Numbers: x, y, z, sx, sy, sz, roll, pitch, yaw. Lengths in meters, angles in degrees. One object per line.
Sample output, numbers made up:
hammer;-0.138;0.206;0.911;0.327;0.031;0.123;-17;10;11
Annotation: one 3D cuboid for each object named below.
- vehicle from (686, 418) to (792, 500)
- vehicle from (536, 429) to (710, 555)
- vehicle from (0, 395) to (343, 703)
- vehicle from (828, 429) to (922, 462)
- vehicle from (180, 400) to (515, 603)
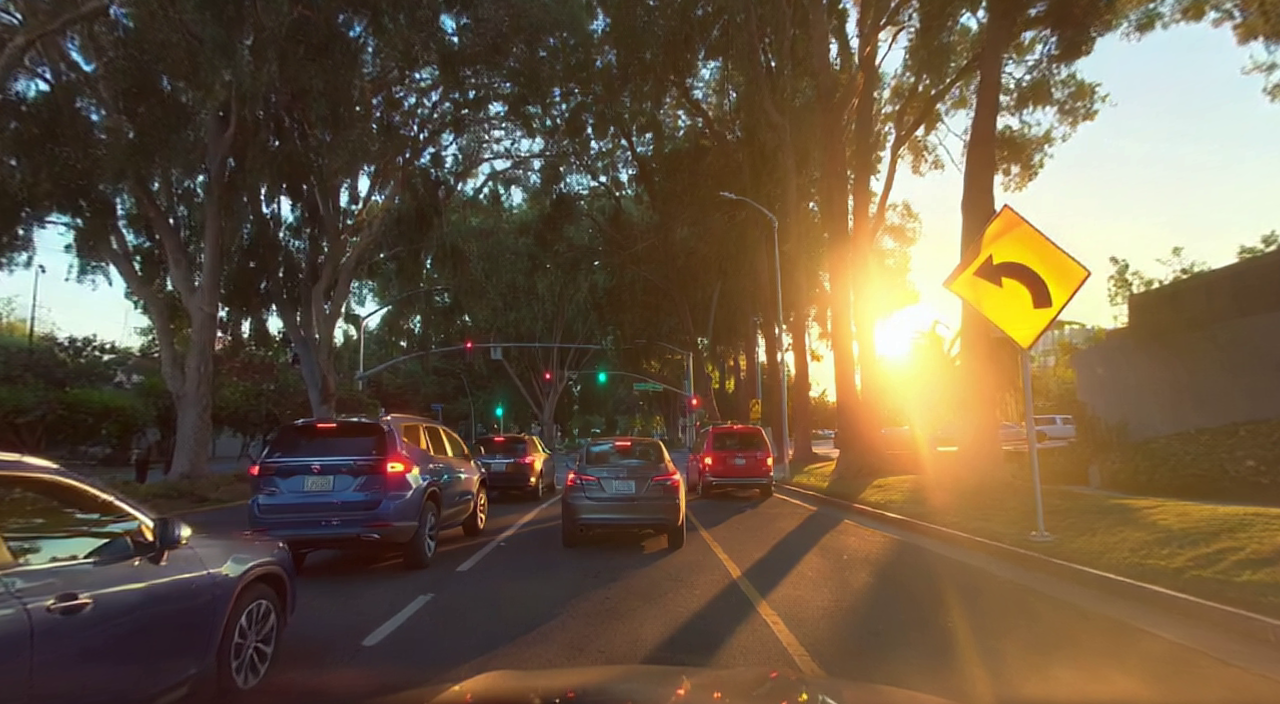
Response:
vehicle;2.452;2.808;16.873;2.059;1.864;4.541;0;-8;-1
vehicle;-0.252;1.922;9.352;2.025;1.453;3.848;0;-8;-2
vehicle;-2.920;0.839;1.618;1.974;1.484;4.716;0;-8;1
vehicle;11.388;4.558;30.699;3.883;1.534;1.779;0;-8;2
vehicle;-2.894;1.570;7.453;1.964;1.712;4.097;0;-8;0
